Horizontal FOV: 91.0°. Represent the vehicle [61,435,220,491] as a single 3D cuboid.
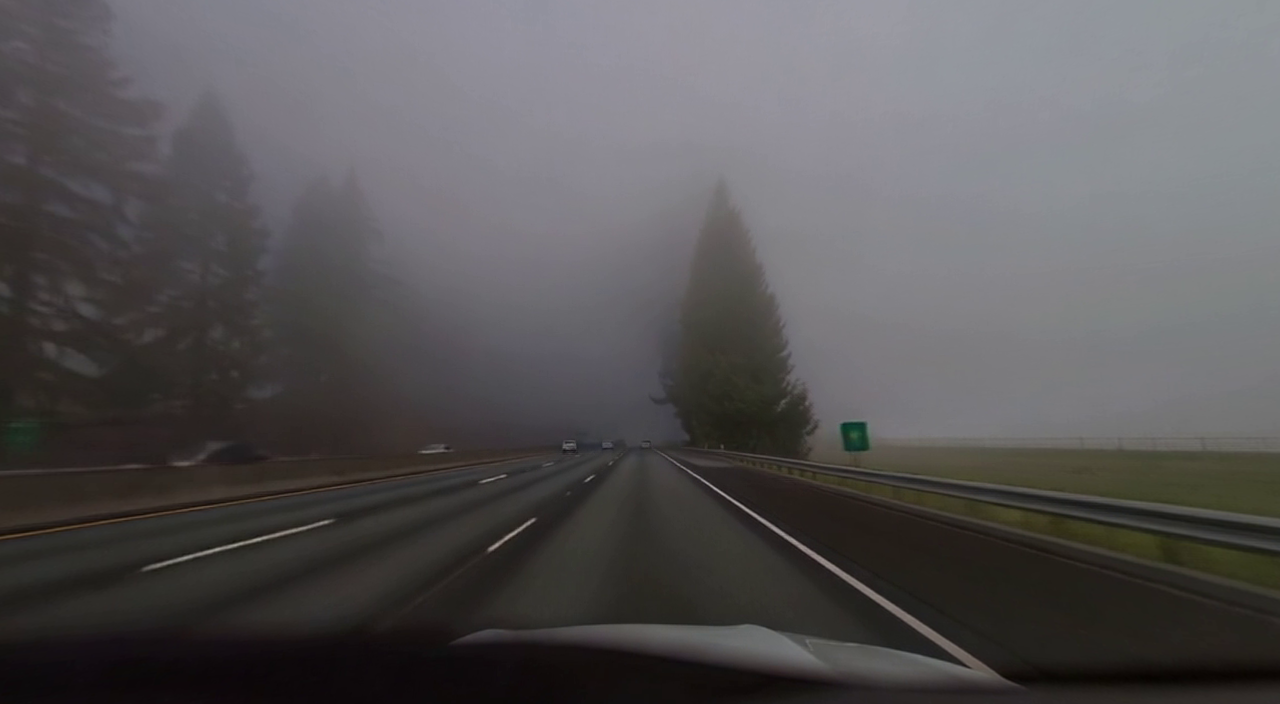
[{"bbox_3d":[-15.522,3.415,19.905,1.771,1.483,4.008,3,-7,-2],"label":"vehicle"}]
